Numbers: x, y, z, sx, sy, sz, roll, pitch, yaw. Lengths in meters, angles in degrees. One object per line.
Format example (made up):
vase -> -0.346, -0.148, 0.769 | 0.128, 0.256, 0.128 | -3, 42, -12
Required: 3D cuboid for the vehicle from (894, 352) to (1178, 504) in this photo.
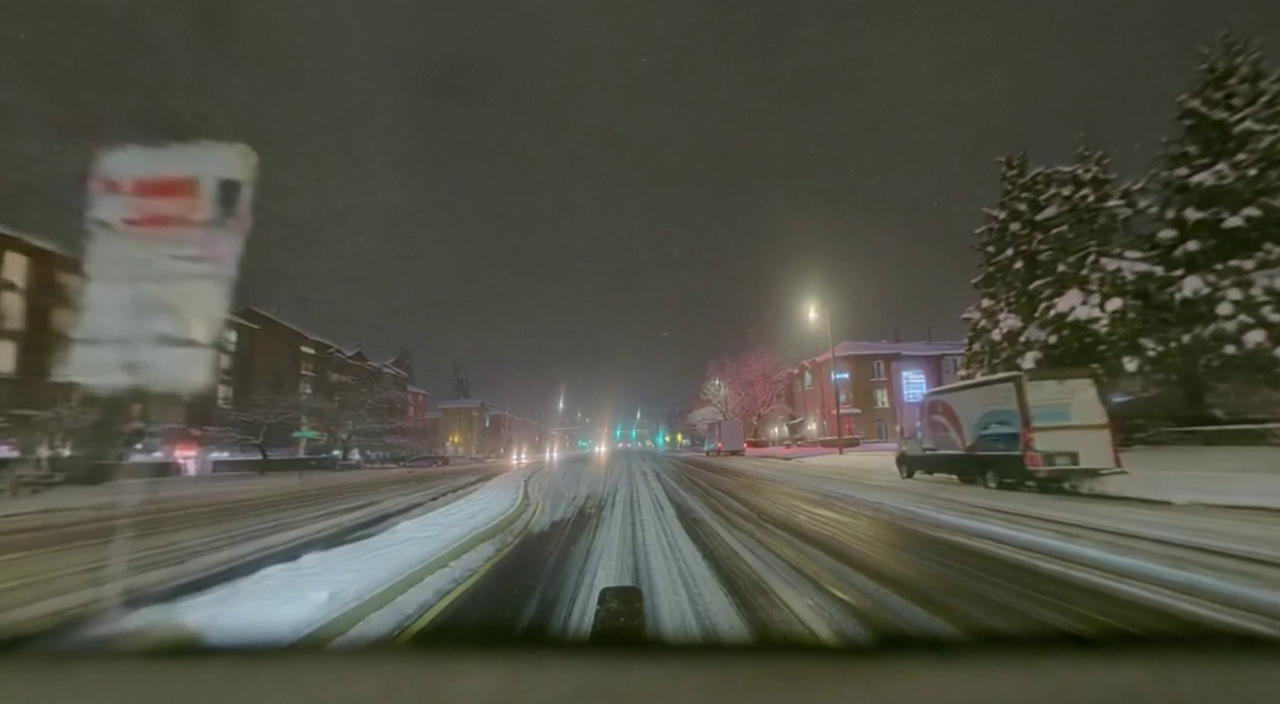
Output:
vehicle -> 9.815, 2.080, 16.968 | 2.917, 3.205, 6.985 | 0, -8, -1
